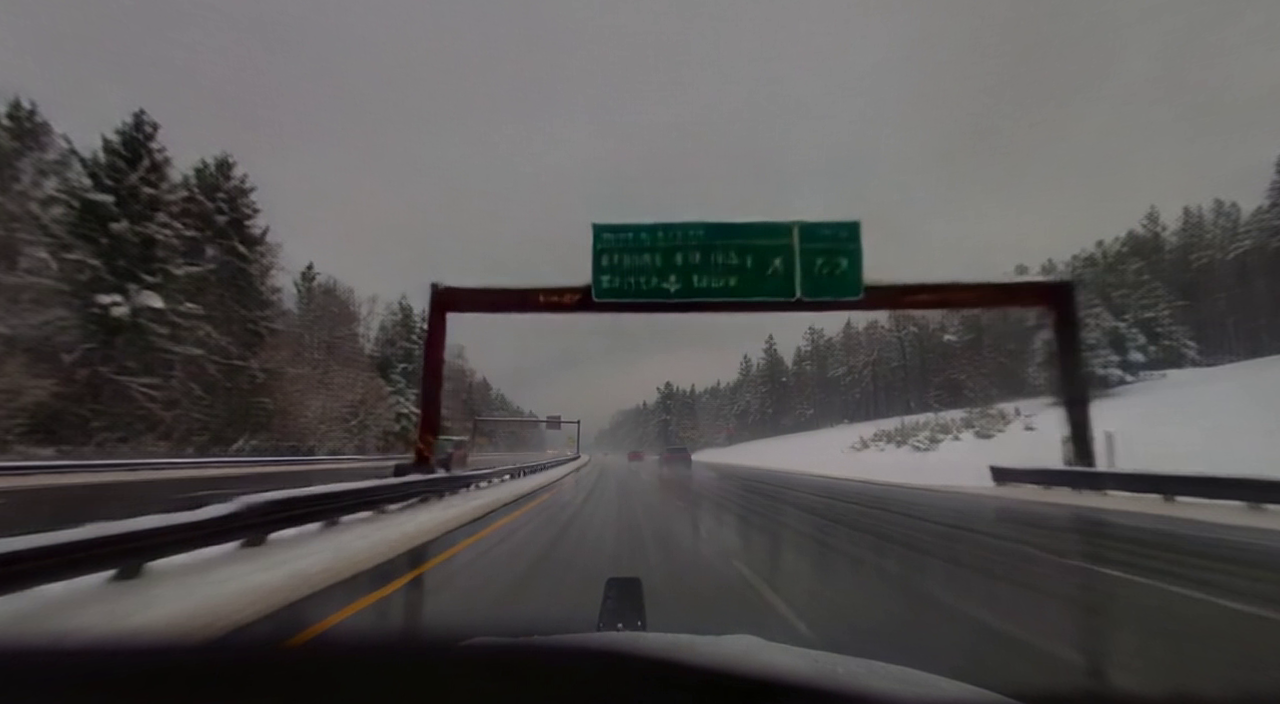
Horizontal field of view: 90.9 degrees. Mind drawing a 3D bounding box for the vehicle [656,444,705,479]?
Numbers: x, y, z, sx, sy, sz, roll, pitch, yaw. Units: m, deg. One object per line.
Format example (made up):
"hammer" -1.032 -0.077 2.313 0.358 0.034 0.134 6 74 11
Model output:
"vehicle" 1.890 5.282 30.694 2.011 1.590 3.607 0 -9 -2
